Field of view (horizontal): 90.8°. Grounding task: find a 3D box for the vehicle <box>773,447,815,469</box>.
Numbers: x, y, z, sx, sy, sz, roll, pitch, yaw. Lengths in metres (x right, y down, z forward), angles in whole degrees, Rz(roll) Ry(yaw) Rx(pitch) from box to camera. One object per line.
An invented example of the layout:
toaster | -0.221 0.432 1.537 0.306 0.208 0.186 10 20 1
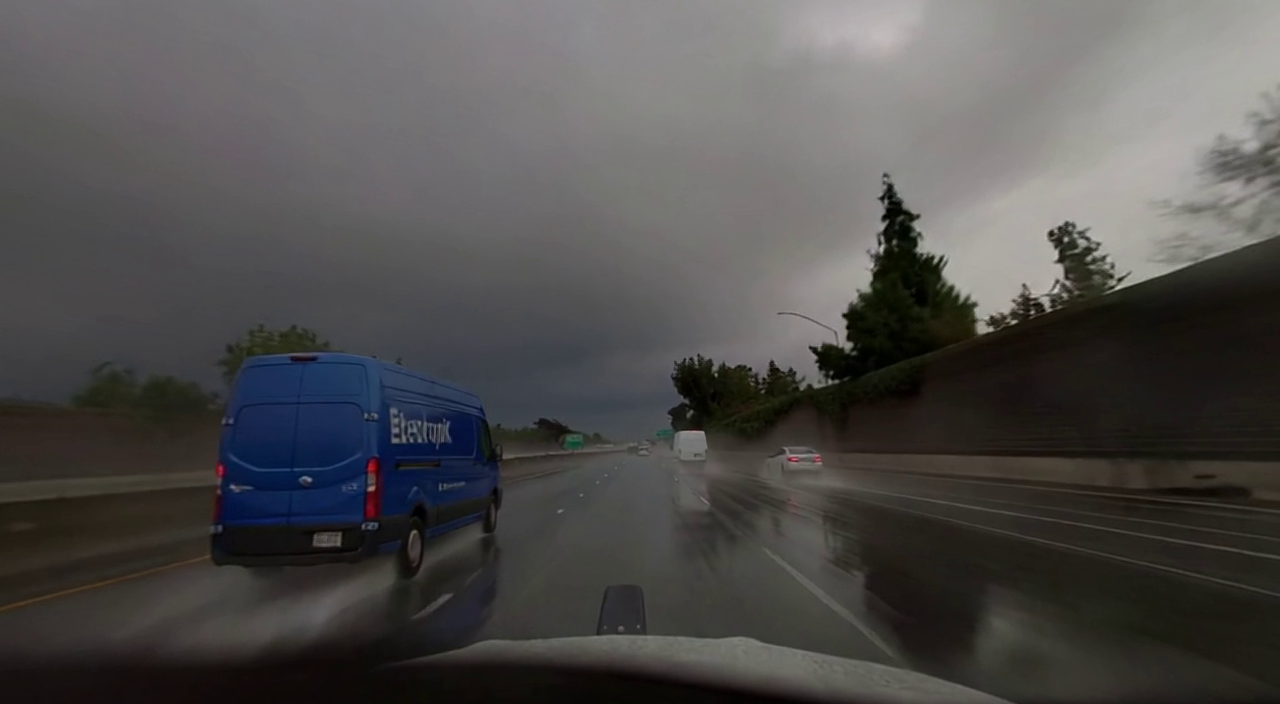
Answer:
vehicle | 11.114 7.652 45.692 1.870 1.497 3.886 0 -9 -2

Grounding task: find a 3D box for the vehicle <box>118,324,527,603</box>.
vehicle | -3.410 1.471 8.884 2.409 2.523 6.275 0 -9 0

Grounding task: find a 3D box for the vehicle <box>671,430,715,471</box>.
vehicle | 3.554 6.791 43.436 2.373 2.561 5.922 0 -9 -1
